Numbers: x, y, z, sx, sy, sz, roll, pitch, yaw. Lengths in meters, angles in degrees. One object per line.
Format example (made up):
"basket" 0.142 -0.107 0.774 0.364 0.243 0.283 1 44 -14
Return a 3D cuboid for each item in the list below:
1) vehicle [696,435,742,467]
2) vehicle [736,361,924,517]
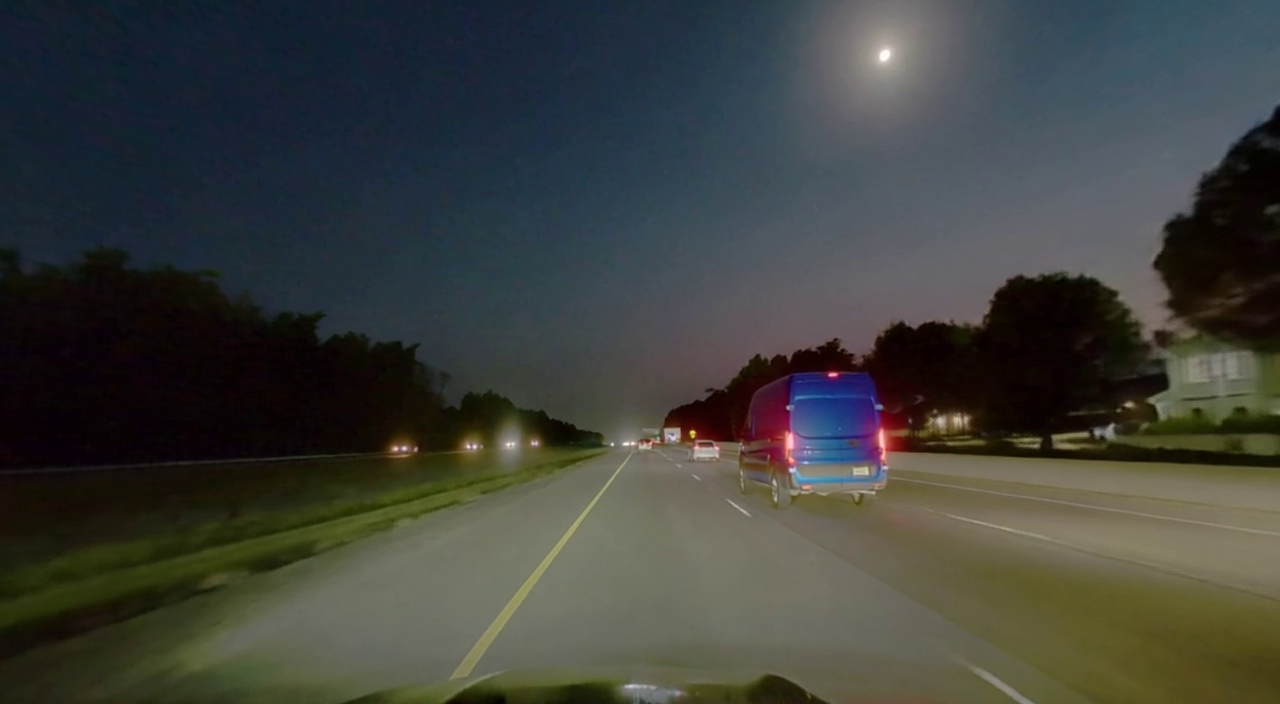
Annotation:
"vehicle" 4.427 5.624 35.940 2.034 1.651 4.342 0 -8 -1
"vehicle" 3.696 1.911 13.816 2.302 2.670 5.912 0 -8 1
